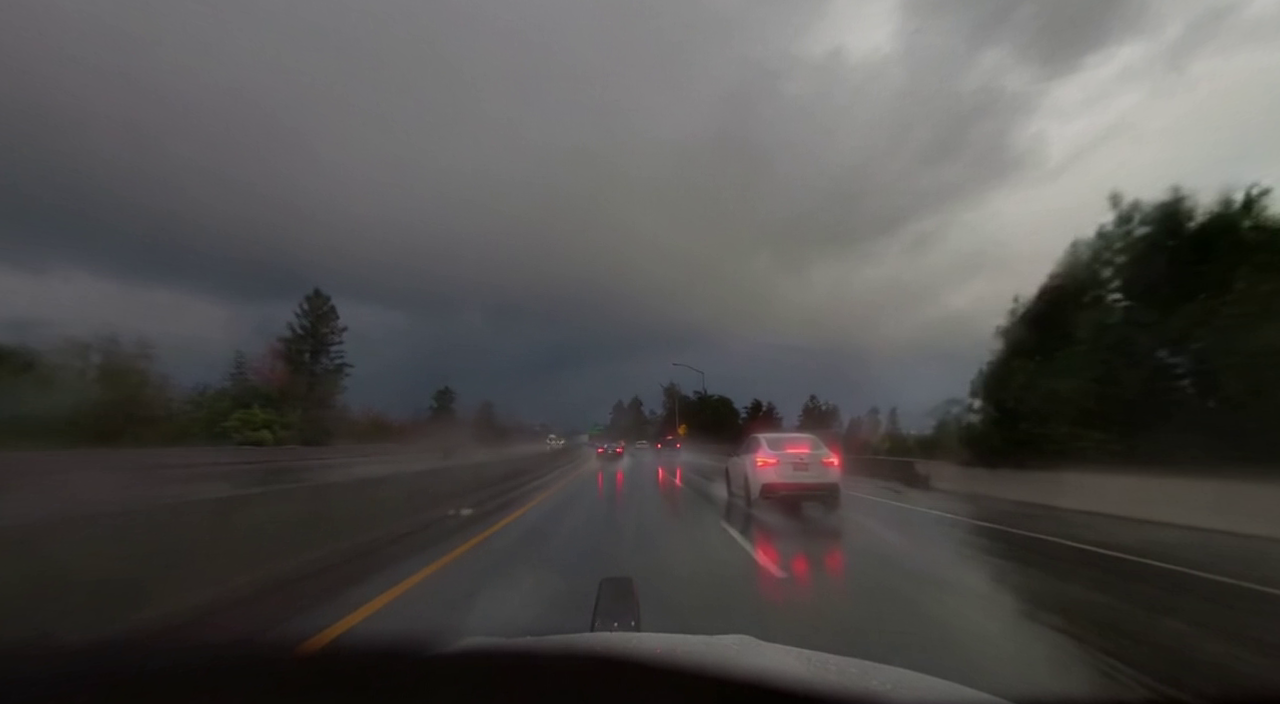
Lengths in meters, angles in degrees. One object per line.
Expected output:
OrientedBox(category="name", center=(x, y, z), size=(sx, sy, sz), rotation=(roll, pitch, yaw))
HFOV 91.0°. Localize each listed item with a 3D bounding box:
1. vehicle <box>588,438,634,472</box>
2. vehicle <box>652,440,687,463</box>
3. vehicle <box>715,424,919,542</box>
OrientedBox(category="vehicle", center=(-1.468, 5.154, 31.716), size=(2.178, 1.559, 4.254), rotation=(0, -8, -3))
OrientedBox(category="vehicle", center=(2.010, 6.974, 44.211), size=(2.146, 1.546, 3.796), rotation=(0, -8, -1))
OrientedBox(category="vehicle", center=(2.710, 2.137, 11.101), size=(2.055, 1.566, 5.046), rotation=(0, -8, -1))
